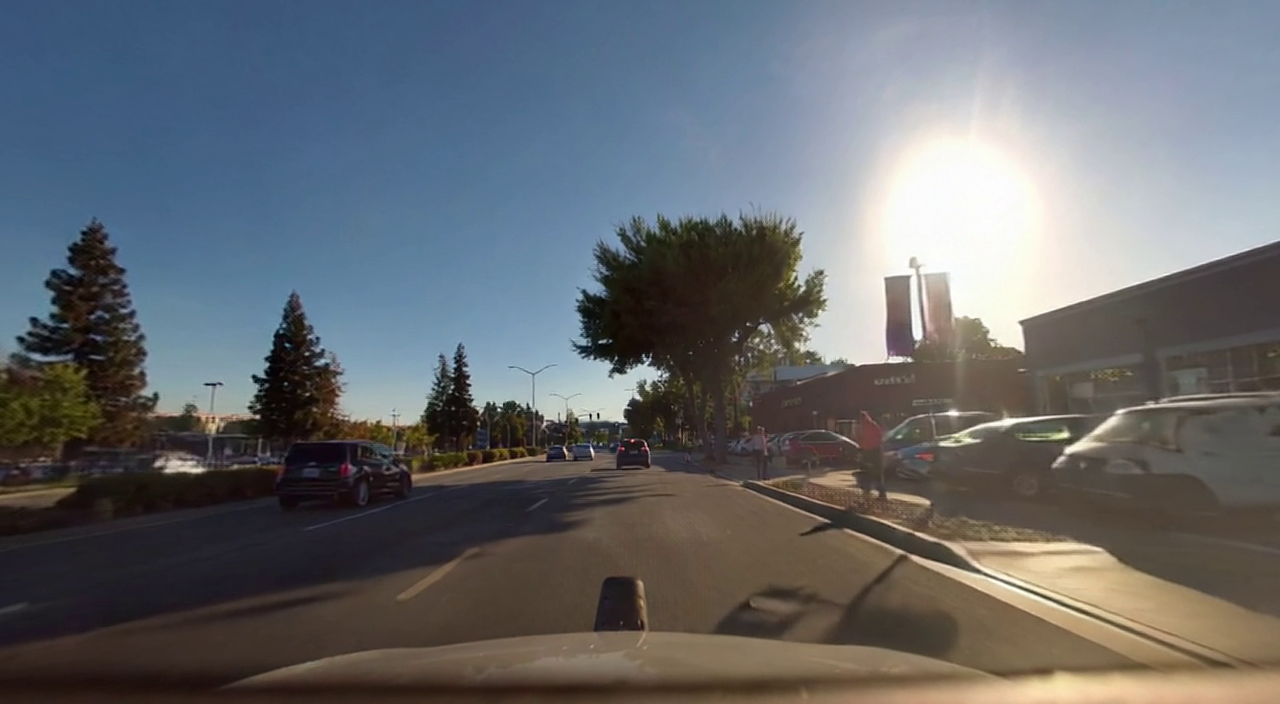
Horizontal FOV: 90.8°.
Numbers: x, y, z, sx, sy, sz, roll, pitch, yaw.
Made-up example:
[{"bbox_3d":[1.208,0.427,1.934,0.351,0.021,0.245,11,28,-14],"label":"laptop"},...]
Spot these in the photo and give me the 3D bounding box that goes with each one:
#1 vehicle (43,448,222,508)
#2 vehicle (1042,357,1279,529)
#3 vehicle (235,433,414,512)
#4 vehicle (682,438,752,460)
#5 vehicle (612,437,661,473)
[{"bbox_3d":[-16.375,4.036,20.808,2.127,1.716,4.548,0,-9,-1],"label":"vehicle"},{"bbox_3d":[9.276,1.197,8.604,5.976,1.994,2.295,0,-8,0],"label":"vehicle"},{"bbox_3d":[-7.508,2.887,15.717,2.038,1.649,4.665,0,-9,0],"label":"vehicle"},{"bbox_3d":[5.485,6.922,45.186,4.619,1.523,1.873,2,-9,-14],"label":"vehicle"},{"bbox_3d":[-0.196,4.565,28.152,2.061,1.469,3.954,0,-9,-1],"label":"vehicle"}]
